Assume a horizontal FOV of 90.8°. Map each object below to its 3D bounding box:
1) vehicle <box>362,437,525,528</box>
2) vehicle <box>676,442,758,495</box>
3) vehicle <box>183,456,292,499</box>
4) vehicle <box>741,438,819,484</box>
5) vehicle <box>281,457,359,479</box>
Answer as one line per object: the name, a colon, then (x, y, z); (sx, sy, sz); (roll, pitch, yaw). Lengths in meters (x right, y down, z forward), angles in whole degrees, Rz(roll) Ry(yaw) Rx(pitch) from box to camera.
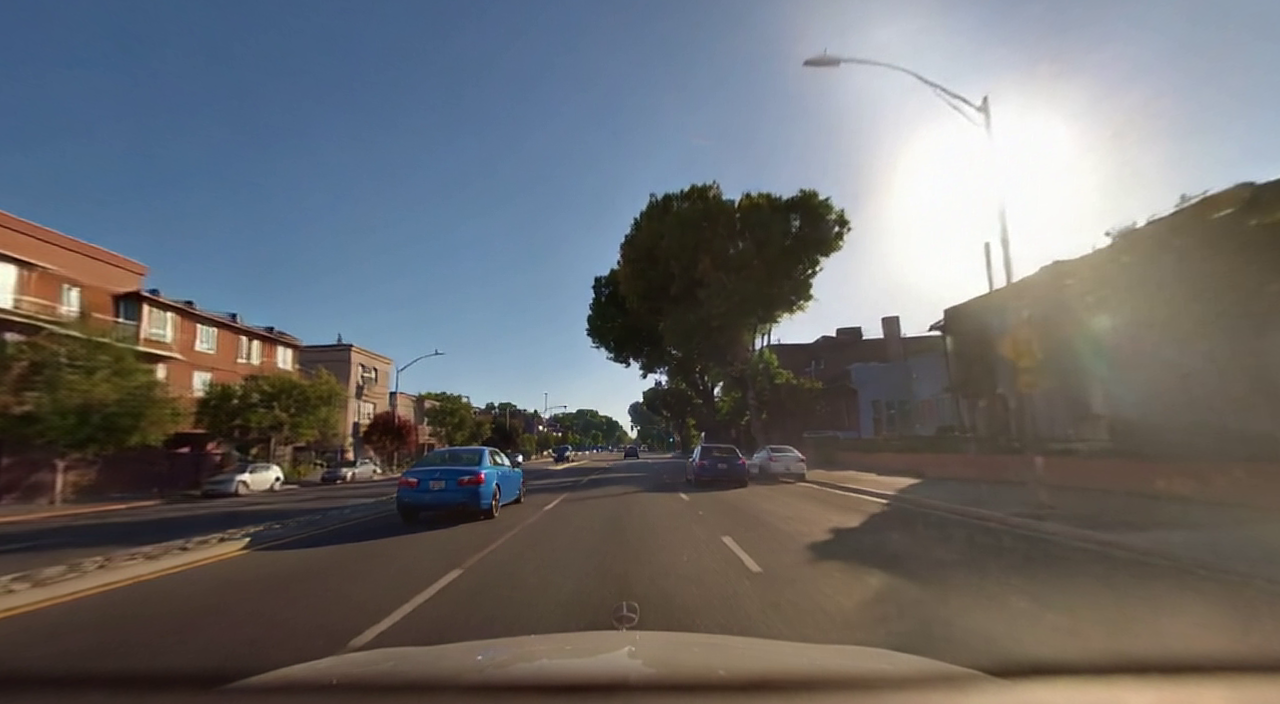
vehicle: (-3.744, 2.544, 12.916); (2.062, 1.527, 4.044); (0, -9, 0)
vehicle: (2.318, 3.654, 20.280); (1.978, 1.471, 4.426); (0, -9, -1)
vehicle: (-18.205, 5.651, 28.871); (2.003, 1.699, 4.524); (-2, -9, -1)
vehicle: (5.919, 4.667, 27.457); (2.085, 1.782, 5.258); (0, -9, -1)
vehicle: (-24.182, 8.779, 47.877); (4.816, 1.482, 1.995); (-1, -9, 3)
